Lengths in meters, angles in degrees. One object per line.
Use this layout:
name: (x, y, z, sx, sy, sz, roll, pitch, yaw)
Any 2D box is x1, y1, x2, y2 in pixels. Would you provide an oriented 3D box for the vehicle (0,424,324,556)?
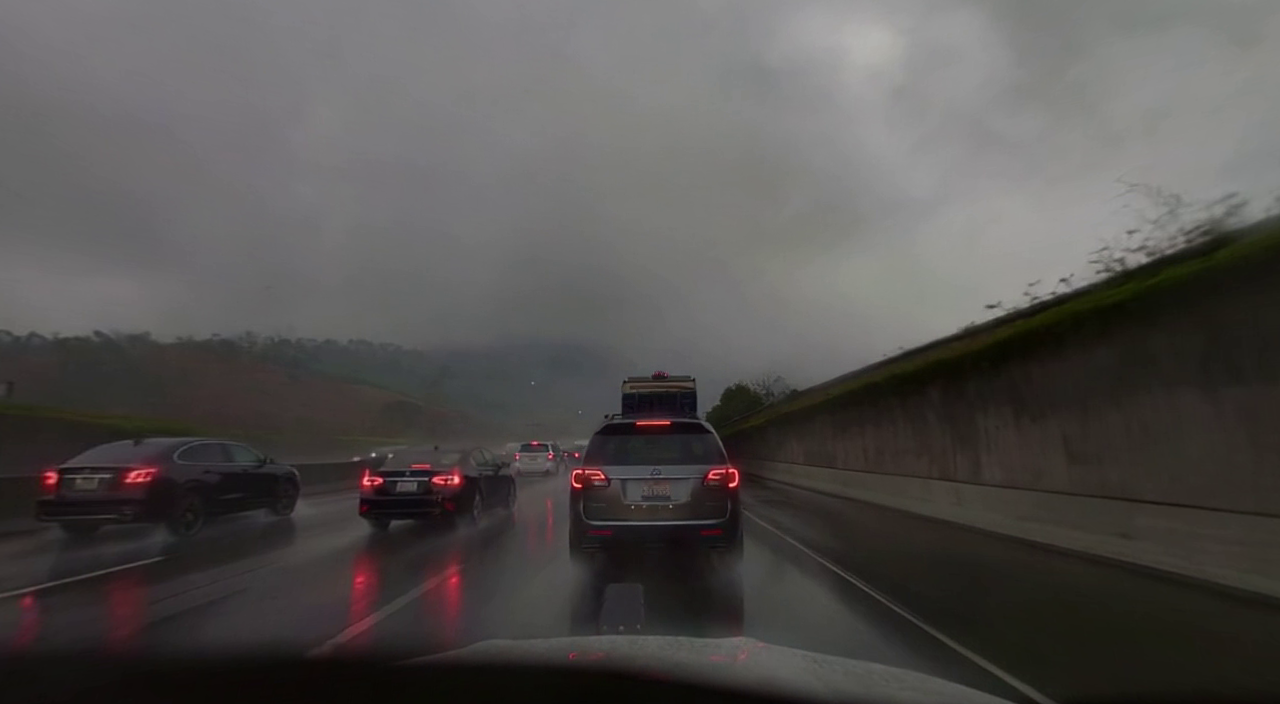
vehicle: (-7.477, 2.153, 10.544, 1.986, 1.700, 4.558, 0, -9, 0)

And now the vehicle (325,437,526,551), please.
vehicle: (-3.243, 2.220, 10.508, 1.917, 1.506, 3.949, 0, -9, 1)

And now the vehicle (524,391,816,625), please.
vehicle: (0.198, 1.592, 7.520, 2.210, 1.760, 5.303, 0, -9, -1)
